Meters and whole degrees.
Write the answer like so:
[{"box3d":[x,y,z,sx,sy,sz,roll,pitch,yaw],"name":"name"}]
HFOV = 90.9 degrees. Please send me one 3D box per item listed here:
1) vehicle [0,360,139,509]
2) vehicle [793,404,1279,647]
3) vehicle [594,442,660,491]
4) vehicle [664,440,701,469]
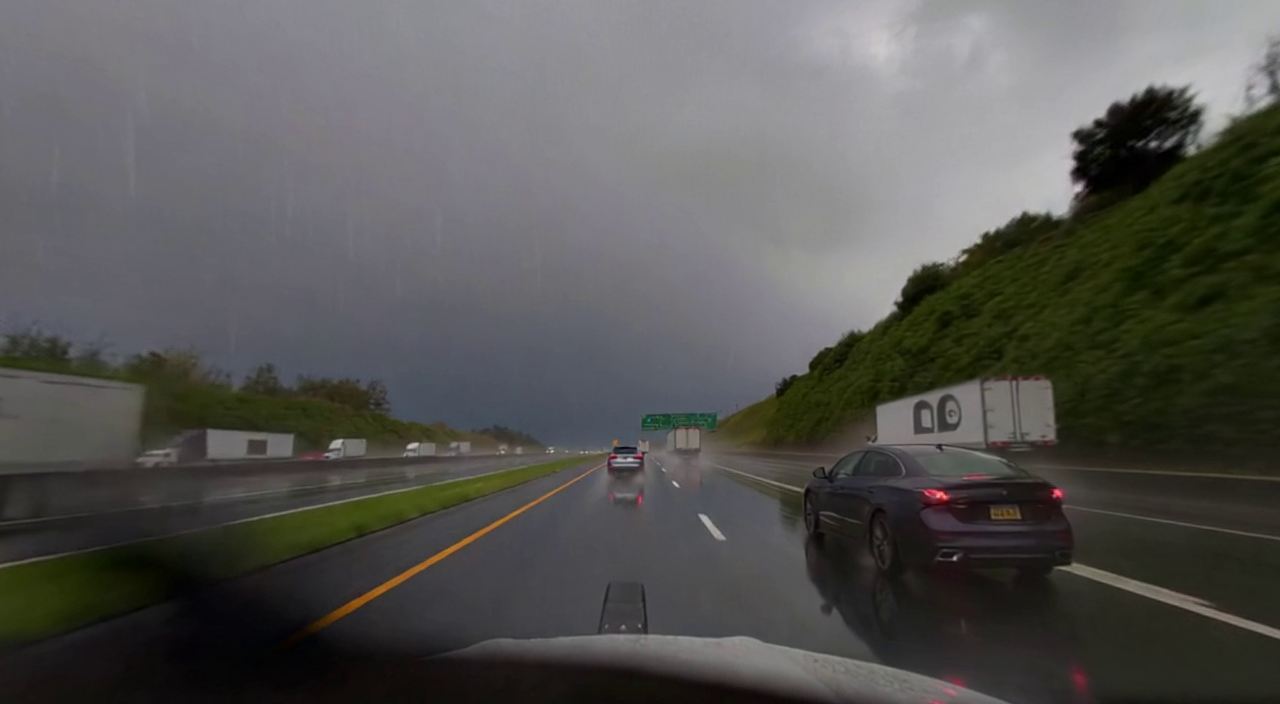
[{"box3d":[-16.244,1.922,14.662,2.687,3.442,7.686,0,-9,0],"name":"vehicle"},{"box3d":[3.218,1.471,6.443,1.997,1.534,4.664,0,-9,-2],"name":"vehicle"},{"box3d":[-0.436,3.720,20.766,1.970,1.441,3.846,0,-9,-1],"name":"vehicle"},{"box3d":[2.632,6.500,39.933,2.048,1.704,4.284,0,-9,0],"name":"vehicle"}]
